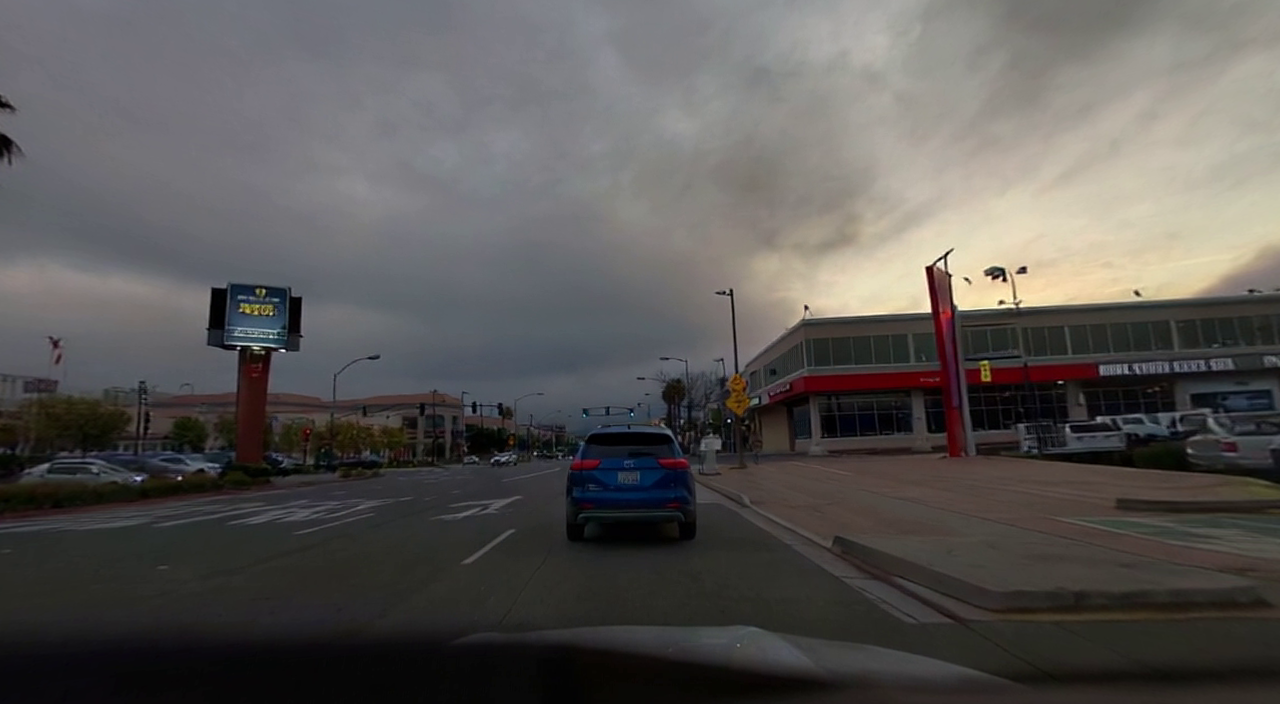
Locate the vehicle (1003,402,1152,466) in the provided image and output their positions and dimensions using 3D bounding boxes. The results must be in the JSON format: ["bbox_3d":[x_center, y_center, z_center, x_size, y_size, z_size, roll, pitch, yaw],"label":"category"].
[{"bbox_3d":[16.088,3.057,23.122,6.060,2.047,2.490,6,-11,-36],"label":"vehicle"}]

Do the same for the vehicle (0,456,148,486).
[{"bbox_3d":[-28.325,5.949,31.866,5.154,1.343,1.943,4,-10,-25],"label":"vehicle"}]

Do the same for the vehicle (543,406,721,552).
[{"bbox_3d":[-0.140,1.892,9.963,2.234,1.818,3.869,0,-9,-1],"label":"vehicle"}]
